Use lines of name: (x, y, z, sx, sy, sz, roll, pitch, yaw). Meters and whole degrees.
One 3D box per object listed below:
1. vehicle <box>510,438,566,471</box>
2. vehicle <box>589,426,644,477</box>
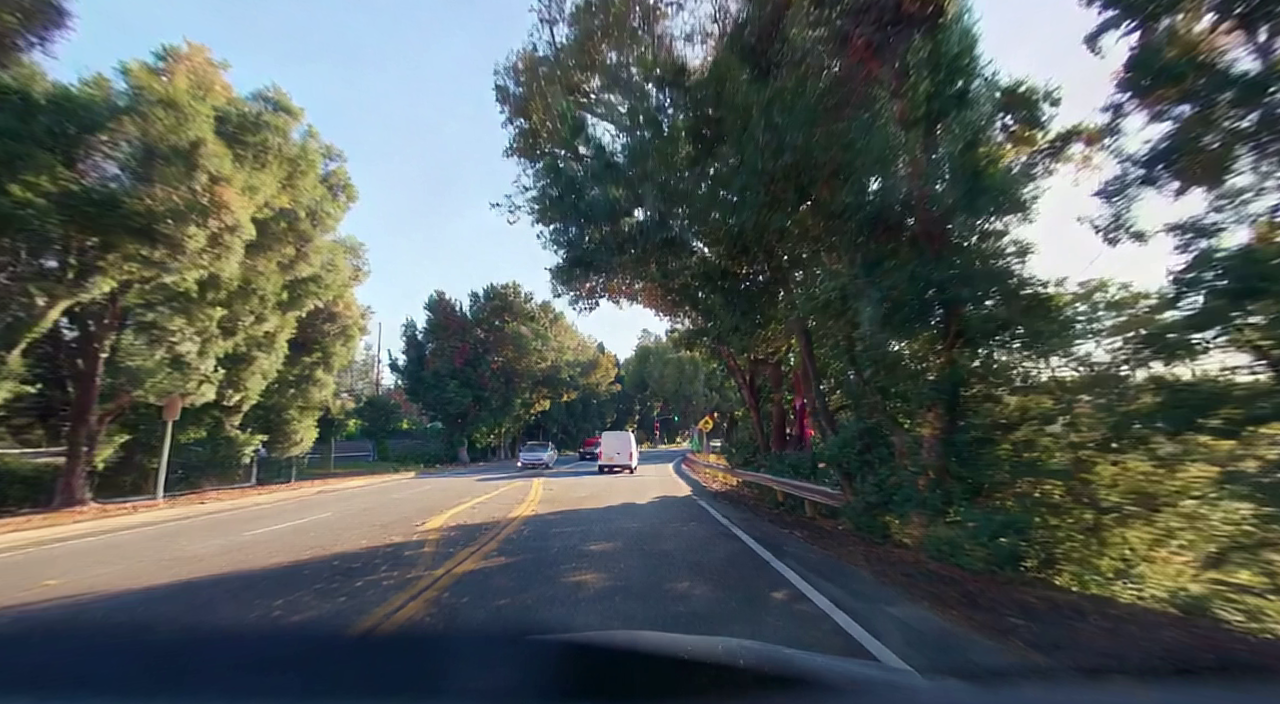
vehicle: (-5.348, 5.451, 33.631, 2.051, 1.648, 4.451, 0, -8, 3)
vehicle: (-1.104, 4.665, 29.631, 2.362, 2.185, 5.212, 0, -8, -2)
